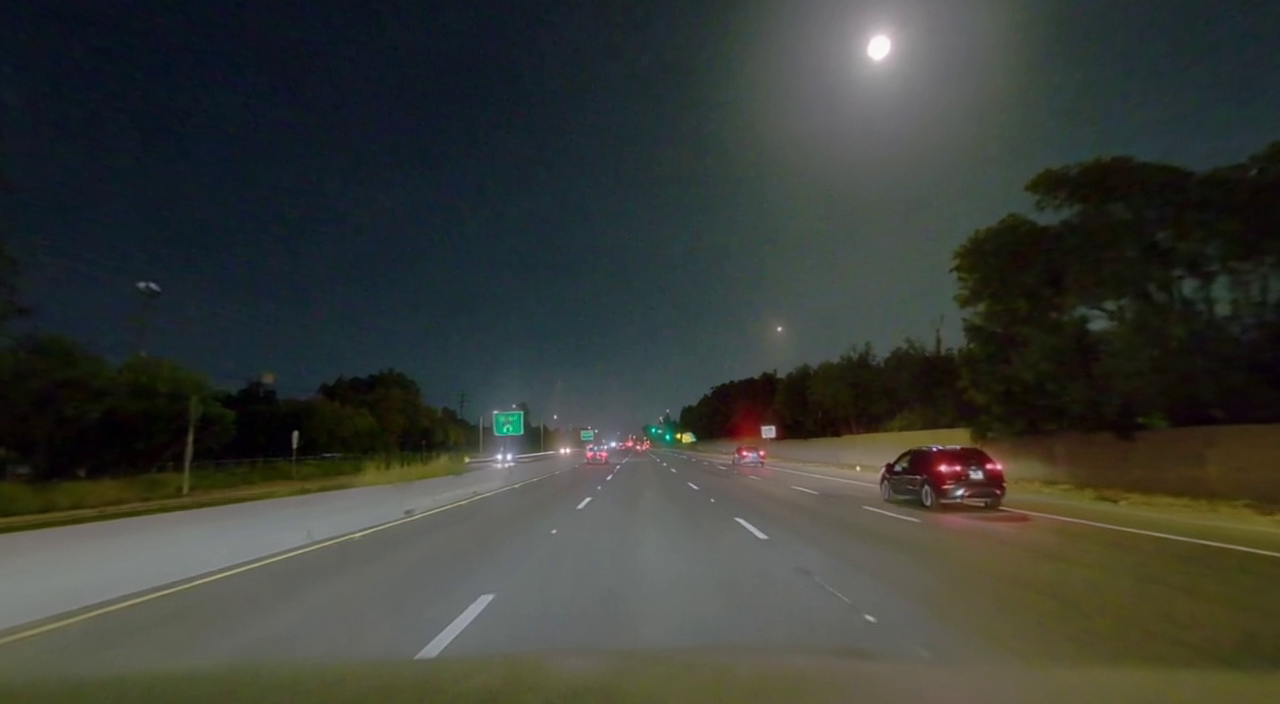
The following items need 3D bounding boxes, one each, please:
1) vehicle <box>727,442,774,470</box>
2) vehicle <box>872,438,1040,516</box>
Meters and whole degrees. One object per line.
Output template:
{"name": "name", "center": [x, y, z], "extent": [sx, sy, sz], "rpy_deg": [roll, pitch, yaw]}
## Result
{"name": "vehicle", "center": [6.674, 6.340, 38.717], "extent": [1.987, 1.597, 4.463], "rpy_deg": [0, -8, -1]}
{"name": "vehicle", "center": [6.885, 2.720, 14.280], "extent": [1.838, 1.518, 3.713], "rpy_deg": [0, -8, -1]}
